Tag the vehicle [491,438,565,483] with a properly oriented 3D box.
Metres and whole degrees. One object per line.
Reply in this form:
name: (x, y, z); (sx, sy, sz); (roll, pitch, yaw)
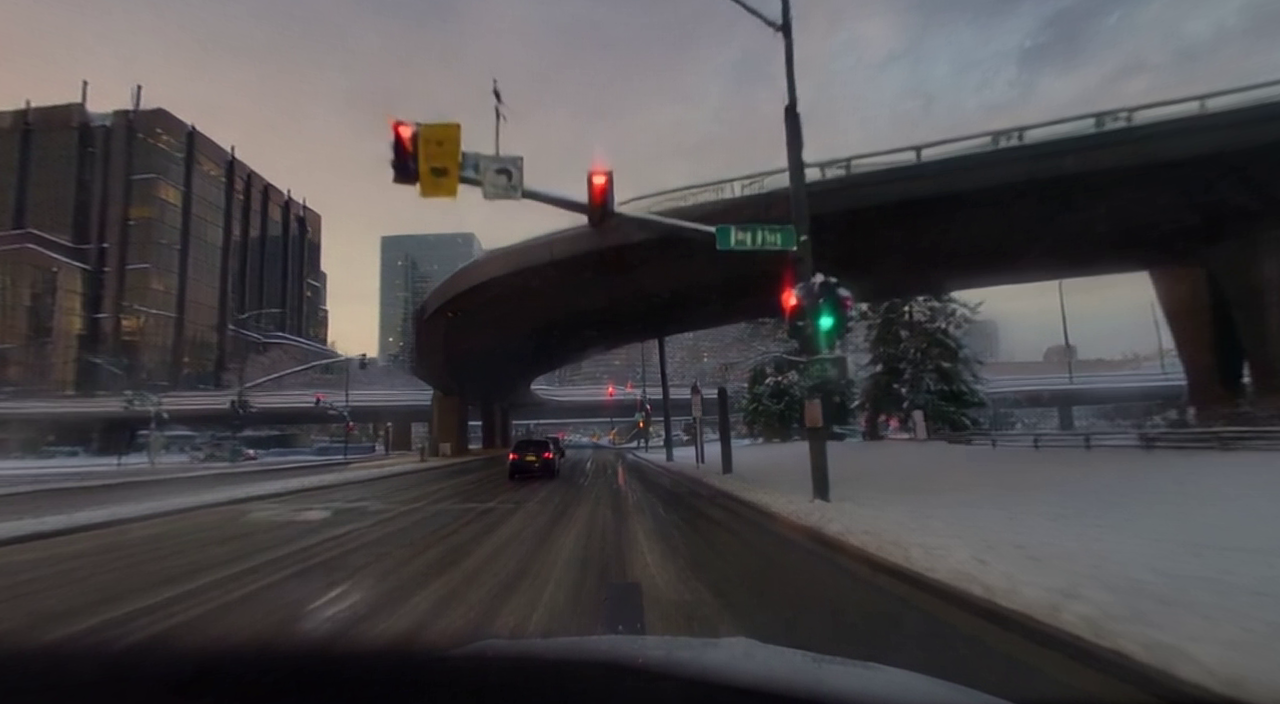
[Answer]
vehicle: (-4.018, 3.965, 23.429); (2.154, 1.465, 4.532); (0, -8, -3)
